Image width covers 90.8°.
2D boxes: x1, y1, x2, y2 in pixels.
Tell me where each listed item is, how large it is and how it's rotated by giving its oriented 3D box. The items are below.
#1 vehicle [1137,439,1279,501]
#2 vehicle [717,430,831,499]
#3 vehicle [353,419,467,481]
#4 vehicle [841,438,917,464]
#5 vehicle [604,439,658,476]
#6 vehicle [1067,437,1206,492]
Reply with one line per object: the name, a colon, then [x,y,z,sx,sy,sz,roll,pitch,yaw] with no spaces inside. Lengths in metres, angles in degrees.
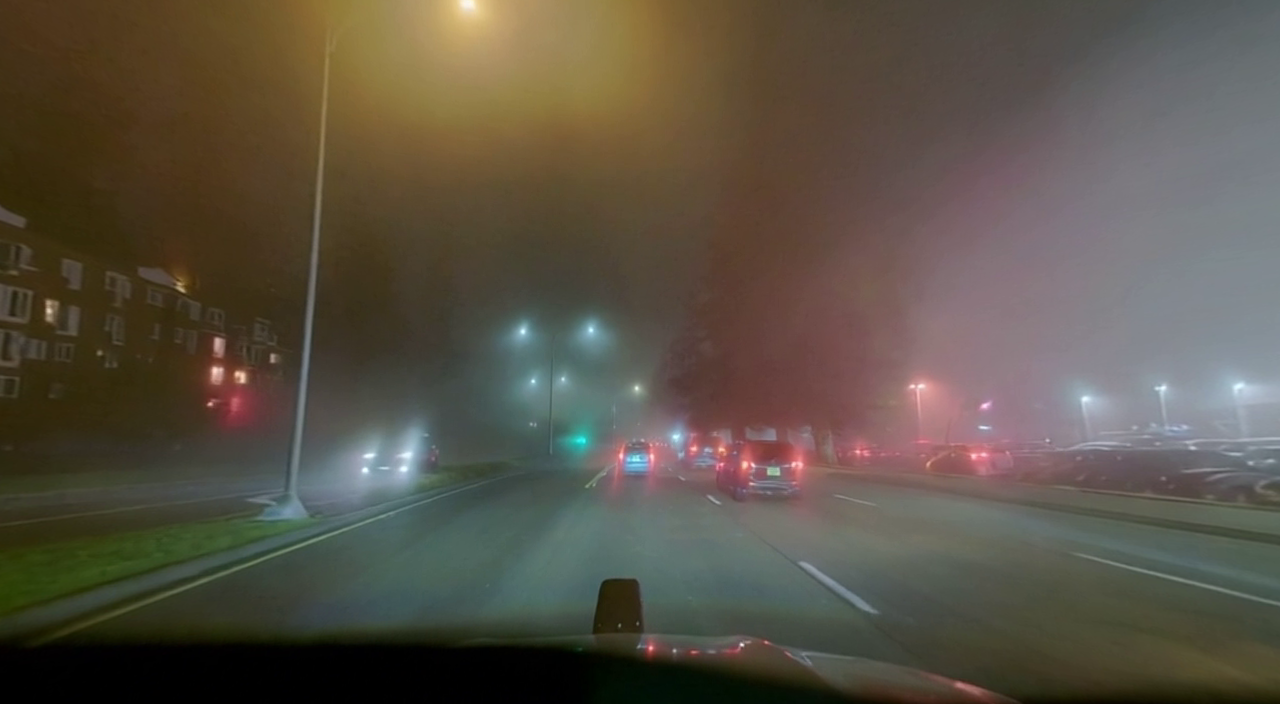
vehicle: [17.249,3.477,19.105,4.326,1.634,2.115,6,-10,-34]
vehicle: [3.452,2.990,17.223,2.041,1.611,4.426,0,-8,-1]
vehicle: [-8.742,3.816,24.795,2.285,2.106,5.836,0,-8,0]
vehicle: [17.722,7.360,46.996,4.749,1.797,2.120,0,-8,-2]
vehicle: [-0.397,4.435,26.830,2.095,1.456,3.873,0,-8,-1]
vehicle: [17.461,3.890,22.196,4.650,1.717,2.258,5,-10,-32]
